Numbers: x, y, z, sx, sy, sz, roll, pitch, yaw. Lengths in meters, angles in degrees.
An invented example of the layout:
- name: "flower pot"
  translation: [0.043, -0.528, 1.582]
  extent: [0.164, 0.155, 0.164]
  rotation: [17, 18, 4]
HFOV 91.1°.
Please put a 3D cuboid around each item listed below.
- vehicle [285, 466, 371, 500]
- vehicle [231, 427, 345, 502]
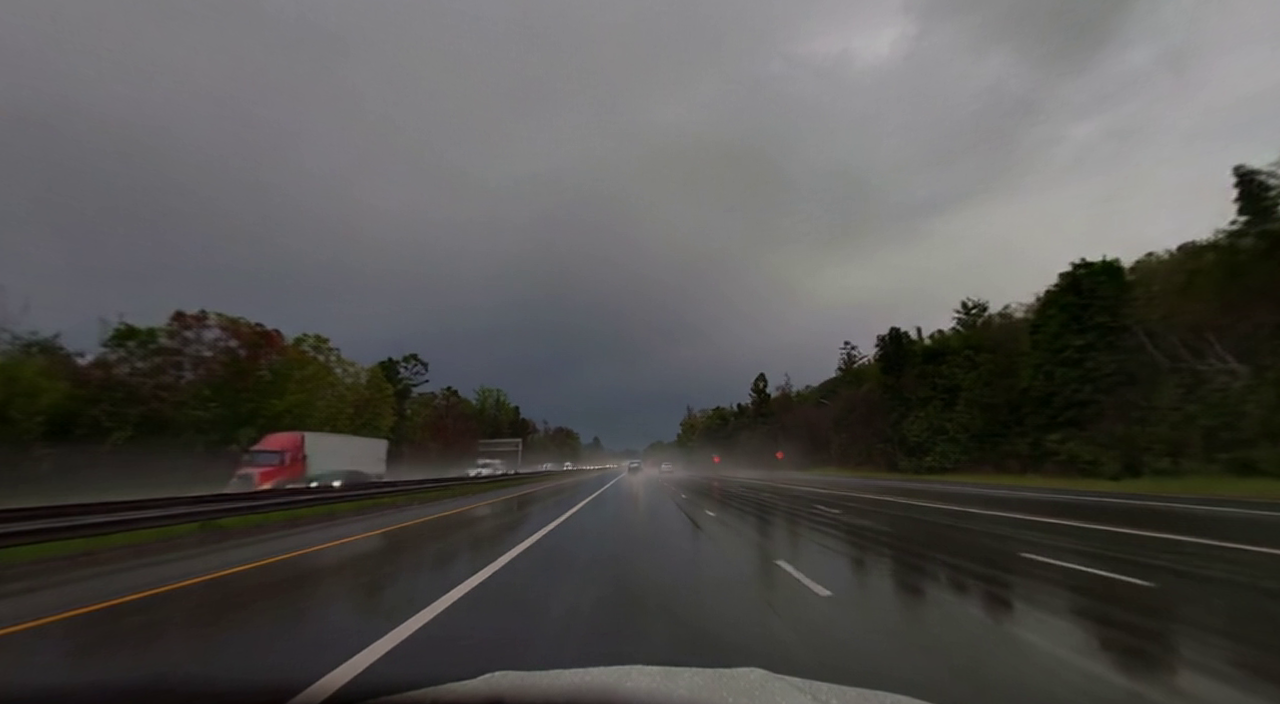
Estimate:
- name: "vehicle"
  translation: [-16.213, 6.812, 32.939]
  extent: [2.087, 1.602, 4.557]
  rotation: [1, -10, 0]
- name: "vehicle"
  translation: [-20.657, 6.705, 37.399]
  extent: [2.993, 4.003, 6.139]
  rotation: [1, -10, -1]
